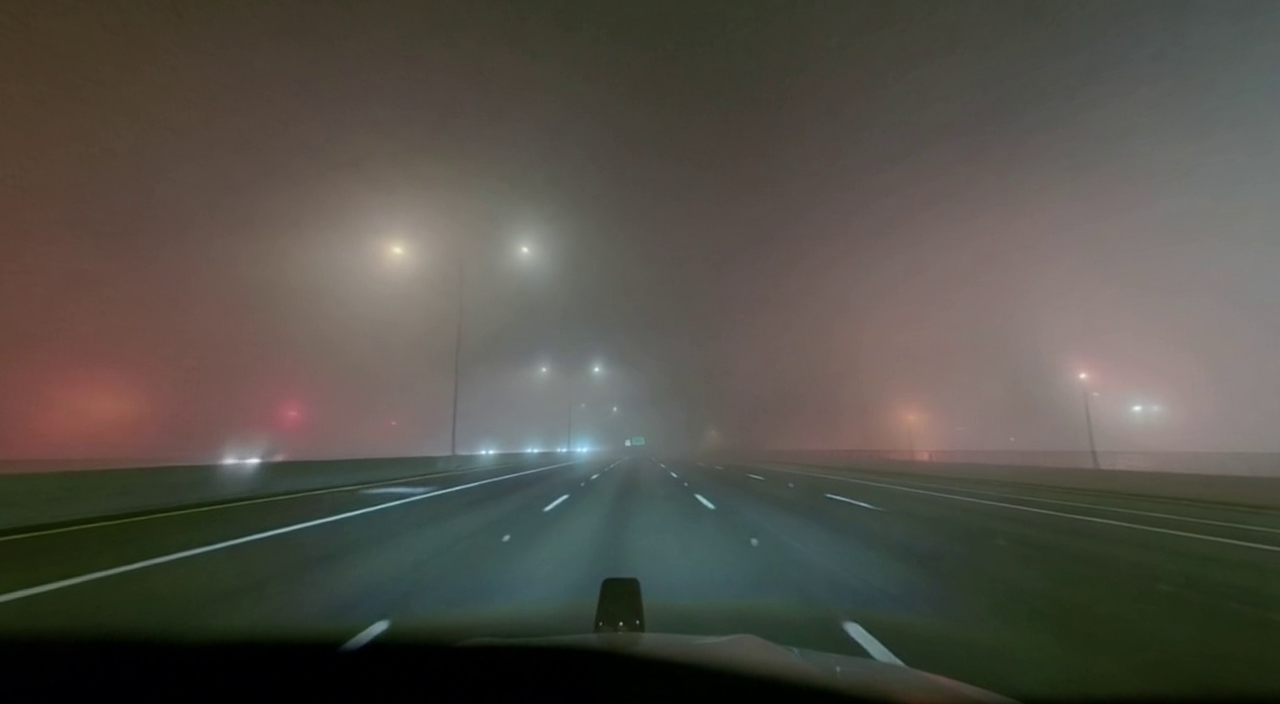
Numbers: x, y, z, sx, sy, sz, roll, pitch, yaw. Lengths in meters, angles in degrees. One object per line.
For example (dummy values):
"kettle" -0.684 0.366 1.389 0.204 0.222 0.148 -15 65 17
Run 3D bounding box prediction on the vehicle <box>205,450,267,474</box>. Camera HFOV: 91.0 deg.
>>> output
"vehicle" -25.606 6.958 40.058 1.575 1.431 3.580 0 -9 -1
